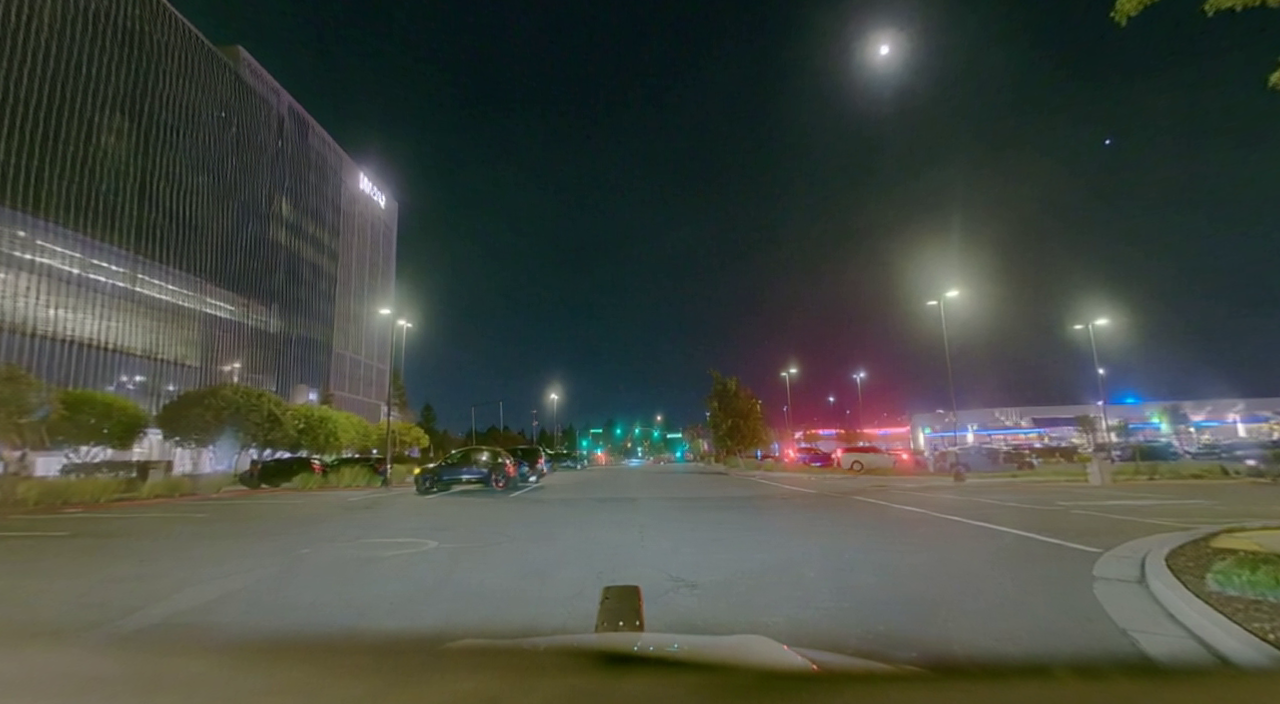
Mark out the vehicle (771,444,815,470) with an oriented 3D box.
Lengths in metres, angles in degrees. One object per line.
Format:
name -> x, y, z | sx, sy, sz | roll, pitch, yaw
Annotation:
vehicle -> 10.527, 7.201, 43.696 | 1.936, 1.673, 4.305 | 0, -8, 0

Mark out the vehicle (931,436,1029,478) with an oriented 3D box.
vehicle -> 16.475, 5.094, 30.977 | 2.048, 1.852, 4.998 | 0, -9, 1

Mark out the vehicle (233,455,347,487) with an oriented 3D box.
vehicle -> -16.739, 5.695, 30.361 | 4.331, 1.437, 1.876 | 0, -8, 3

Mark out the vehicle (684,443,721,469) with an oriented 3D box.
vehicle -> 4.605, 7.745, 47.301 | 2.262, 1.794, 5.331 | 0, -8, 1

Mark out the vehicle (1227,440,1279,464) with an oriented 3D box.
vehicle -> 43.061, 6.818, 43.090 | 1.758, 1.572, 4.421 | 0, -8, 1

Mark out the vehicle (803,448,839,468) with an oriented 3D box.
vehicle -> 14.199, 8.300, 49.648 | 1.935, 1.477, 3.719 | 0, -8, 4

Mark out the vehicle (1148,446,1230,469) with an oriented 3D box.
vehicle -> 37.011, 7.118, 42.764 | 1.678, 1.423, 4.191 | 0, -8, -2

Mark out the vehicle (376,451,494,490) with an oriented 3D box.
vehicle -> -8.702, 4.978, 26.905 | 4.442, 1.504, 1.809 | 4, -10, -28

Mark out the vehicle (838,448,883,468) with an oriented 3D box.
vehicle -> 17.055, 8.221, 49.080 | 1.971, 1.478, 4.477 | 0, -8, 1

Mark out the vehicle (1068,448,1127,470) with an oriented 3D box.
vehicle -> 31.293, 7.307, 43.273 | 1.519, 1.371, 3.278 | 0, -8, -1

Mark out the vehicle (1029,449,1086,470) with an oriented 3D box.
vehicle -> 28.304, 7.285, 42.900 | 1.495, 1.371, 3.336 | 0, -9, 0
